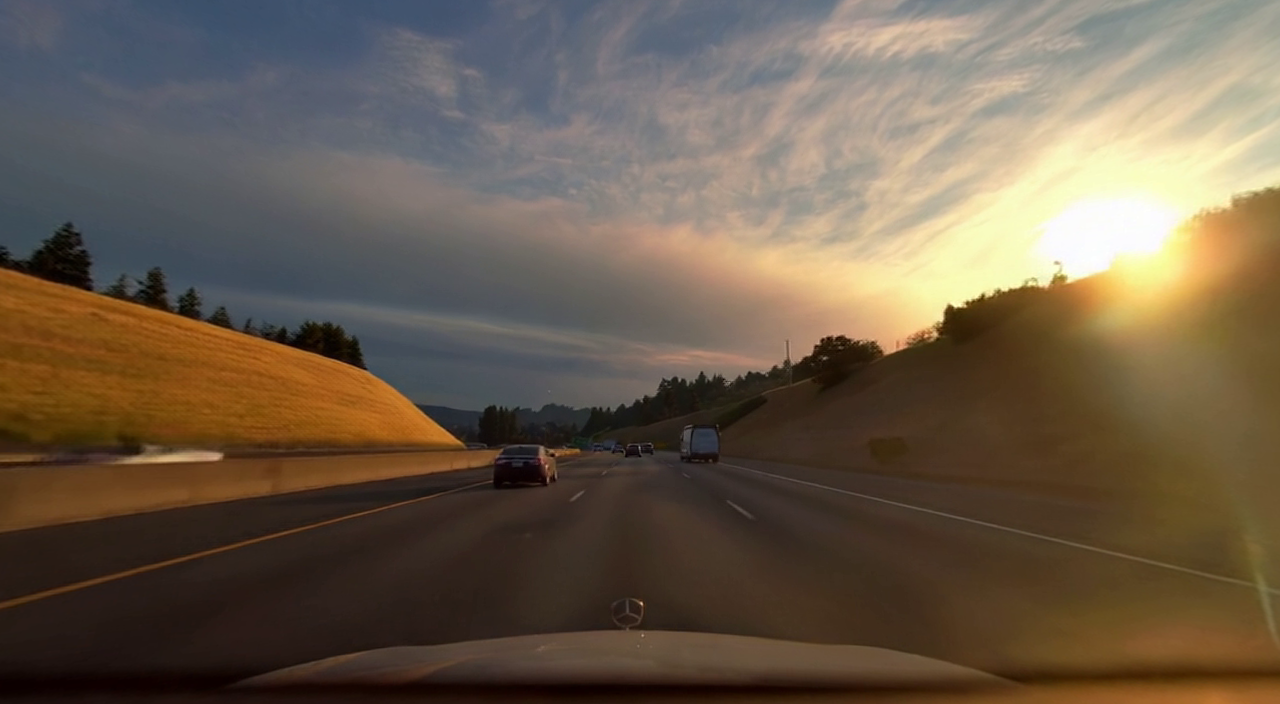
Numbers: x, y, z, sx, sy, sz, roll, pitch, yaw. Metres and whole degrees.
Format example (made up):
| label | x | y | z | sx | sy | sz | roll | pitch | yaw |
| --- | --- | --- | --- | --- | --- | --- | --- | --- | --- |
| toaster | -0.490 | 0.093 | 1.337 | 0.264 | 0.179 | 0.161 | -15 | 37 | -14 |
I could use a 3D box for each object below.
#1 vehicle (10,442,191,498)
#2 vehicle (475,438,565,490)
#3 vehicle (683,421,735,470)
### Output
| label | x | y | z | sx | sy | sz | roll | pitch | yaw |
| --- | --- | --- | --- | --- | --- | --- | --- | --- | --- |
| vehicle | -15.394 | 3.361 | 18.334 | 1.596 | 1.414 | 4.176 | 0 | -9 | -1 |
| vehicle | -3.801 | 3.658 | 20.831 | 2.054 | 1.529 | 4.368 | 0 | -9 | 1 |
| vehicle | 3.976 | 5.600 | 37.532 | 2.361 | 2.636 | 5.684 | 0 | -9 | -1 |
